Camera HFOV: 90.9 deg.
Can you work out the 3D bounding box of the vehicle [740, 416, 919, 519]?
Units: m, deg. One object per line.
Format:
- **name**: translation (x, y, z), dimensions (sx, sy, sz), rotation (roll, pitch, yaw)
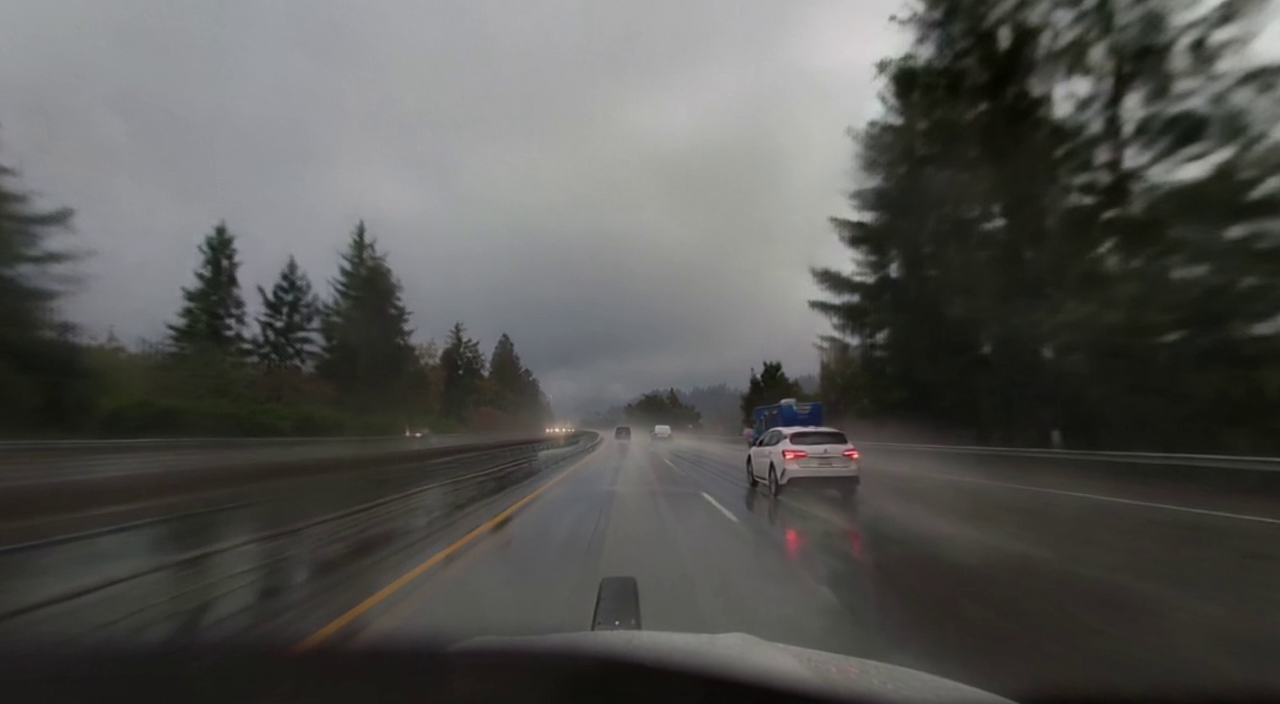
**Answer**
- **vehicle**: translation (3.216, 2.024, 11.630), dimensions (2.002, 1.569, 3.845), rotation (0, -8, -2)
